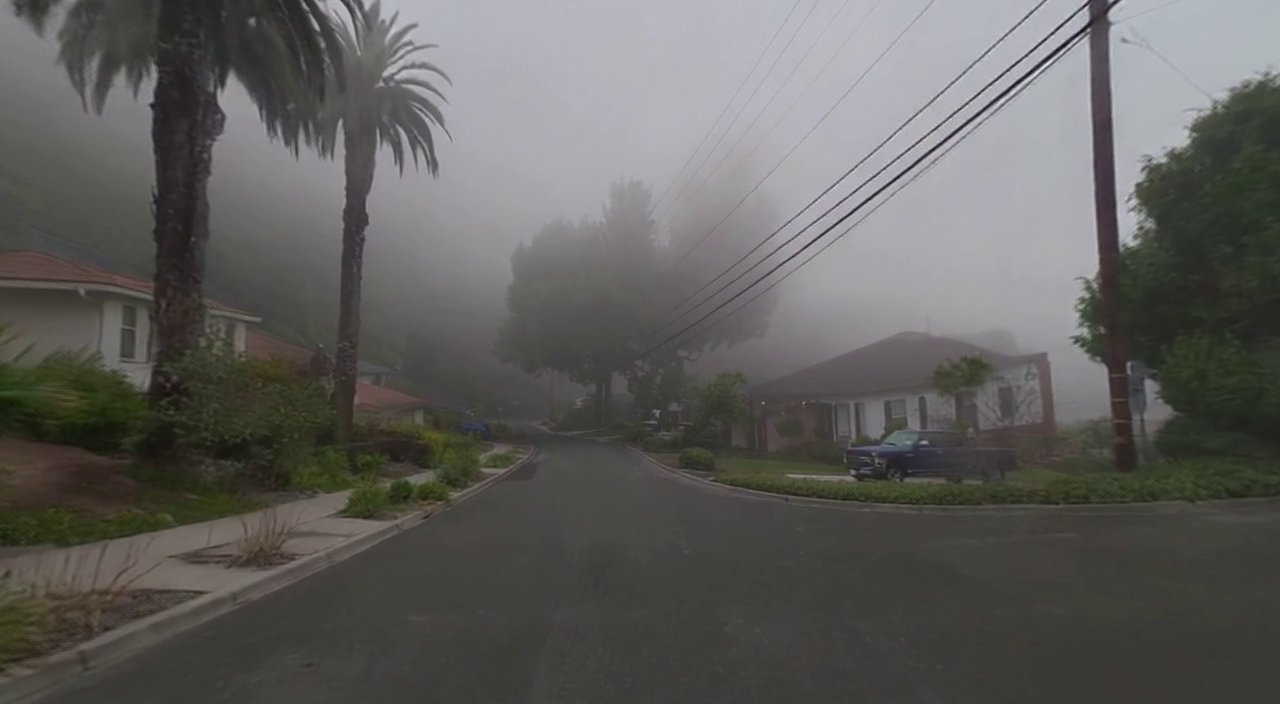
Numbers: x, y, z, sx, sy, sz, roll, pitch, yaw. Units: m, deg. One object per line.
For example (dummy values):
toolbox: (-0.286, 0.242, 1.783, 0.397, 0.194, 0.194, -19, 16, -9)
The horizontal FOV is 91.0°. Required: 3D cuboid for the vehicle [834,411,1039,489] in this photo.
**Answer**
vehicle: (8.671, 2.926, 18.404, 5.663, 1.913, 2.170, 6, -10, -23)
